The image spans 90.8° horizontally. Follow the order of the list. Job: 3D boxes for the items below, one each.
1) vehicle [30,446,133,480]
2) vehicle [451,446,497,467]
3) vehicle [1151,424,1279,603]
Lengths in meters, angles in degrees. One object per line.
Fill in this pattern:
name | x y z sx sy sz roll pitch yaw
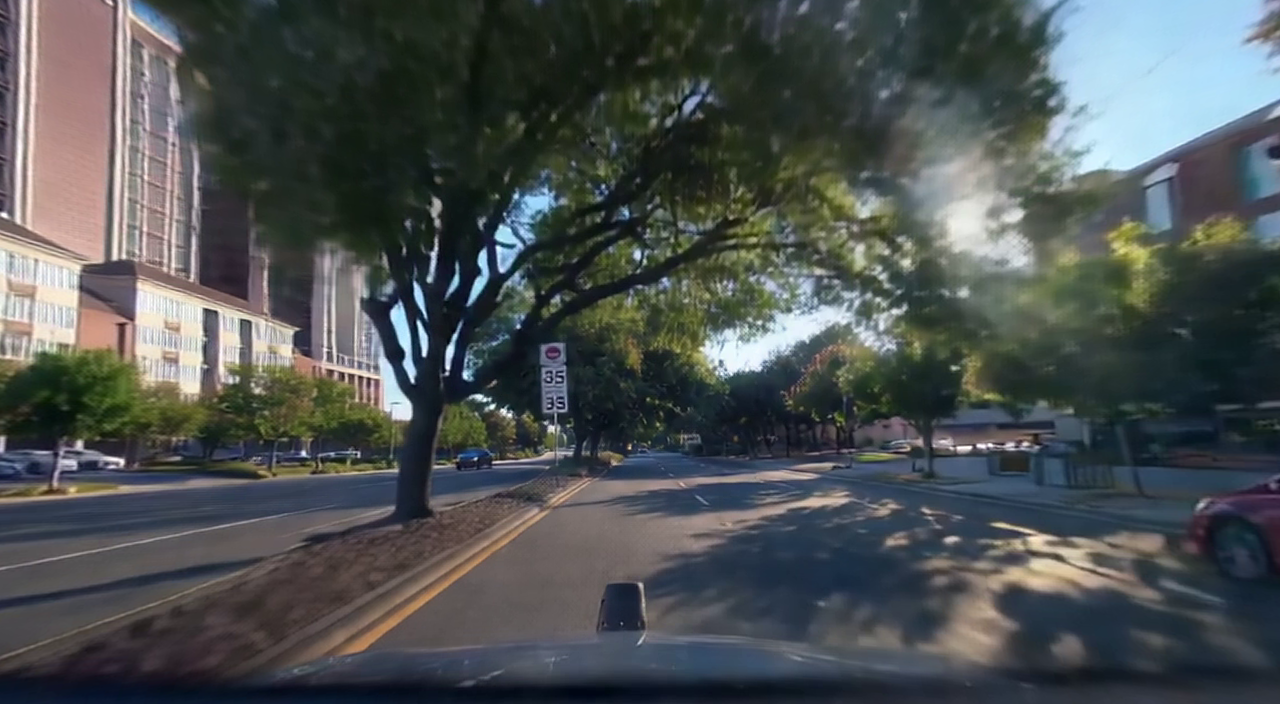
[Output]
vehicle | -35.771 7.080 40.697 2.083 2.034 5.018 0 -9 -2
vehicle | -12.697 8.021 48.683 2.163 1.576 4.704 0 -9 1
vehicle | 6.559 1.201 4.197 2.088 1.524 5.085 0 -9 0
